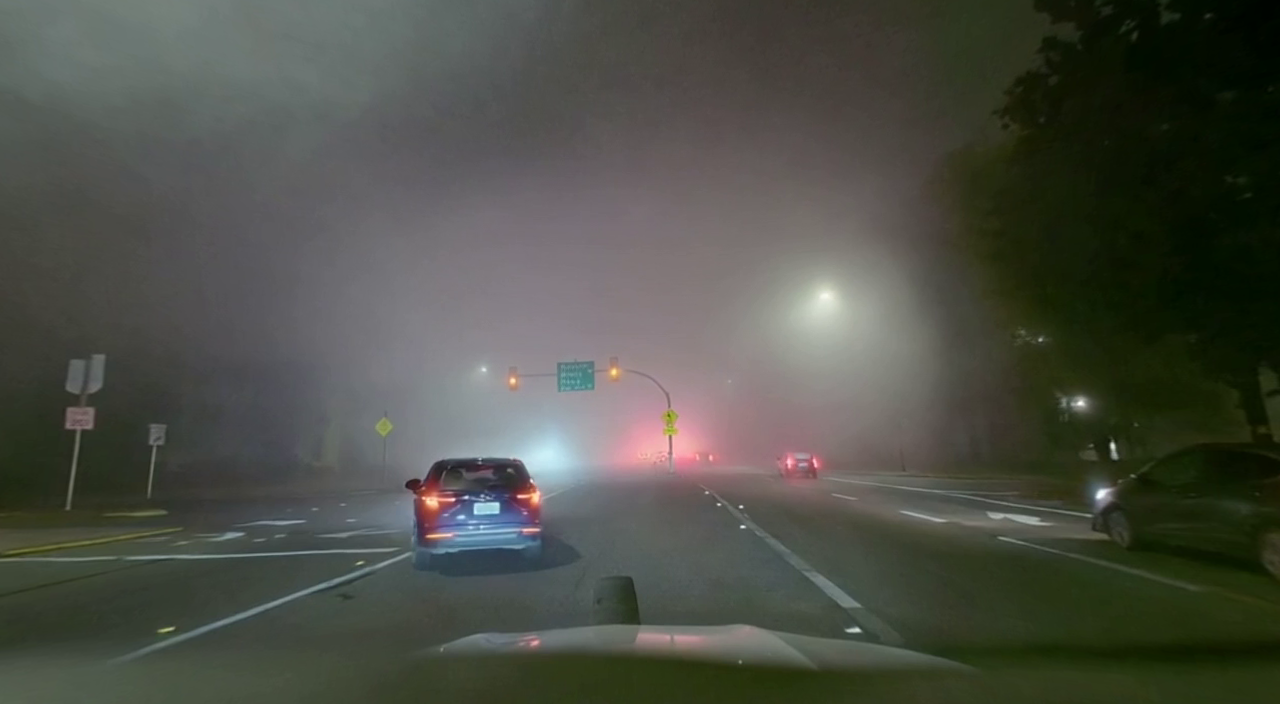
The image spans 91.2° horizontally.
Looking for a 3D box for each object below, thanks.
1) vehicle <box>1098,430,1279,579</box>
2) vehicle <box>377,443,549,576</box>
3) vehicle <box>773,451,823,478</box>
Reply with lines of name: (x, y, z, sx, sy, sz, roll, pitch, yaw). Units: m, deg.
vehicle: (7.901, 1.708, 7.247, 2.007, 1.586, 4.210, -1, -9, 0)
vehicle: (-2.767, 2.180, 9.486, 2.014, 1.525, 3.670, 3, -9, -20)
vehicle: (9.234, 6.592, 37.004, 1.931, 1.475, 4.092, -1, -9, 1)
